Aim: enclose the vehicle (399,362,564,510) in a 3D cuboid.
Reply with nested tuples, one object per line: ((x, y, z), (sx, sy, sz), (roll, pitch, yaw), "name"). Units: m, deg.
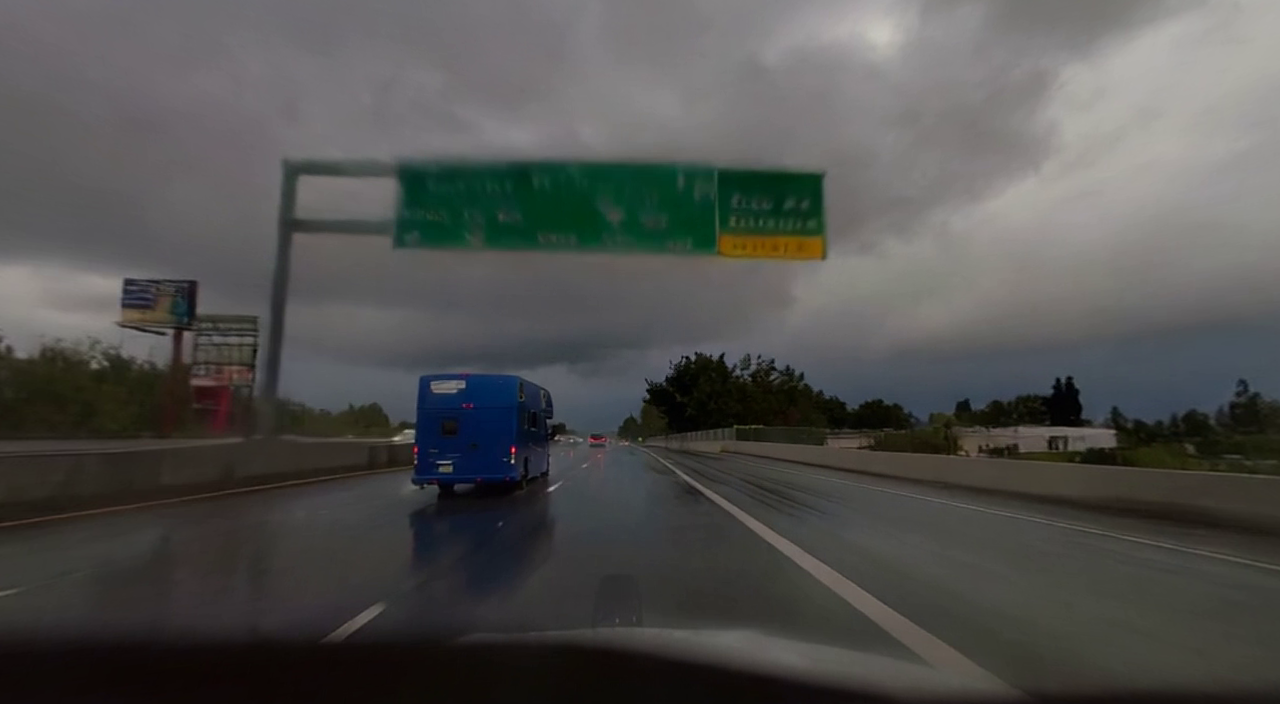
((-3.972, 2.328, 17.782), (2.676, 3.269, 7.388), (-1, -7, 0), "vehicle")
